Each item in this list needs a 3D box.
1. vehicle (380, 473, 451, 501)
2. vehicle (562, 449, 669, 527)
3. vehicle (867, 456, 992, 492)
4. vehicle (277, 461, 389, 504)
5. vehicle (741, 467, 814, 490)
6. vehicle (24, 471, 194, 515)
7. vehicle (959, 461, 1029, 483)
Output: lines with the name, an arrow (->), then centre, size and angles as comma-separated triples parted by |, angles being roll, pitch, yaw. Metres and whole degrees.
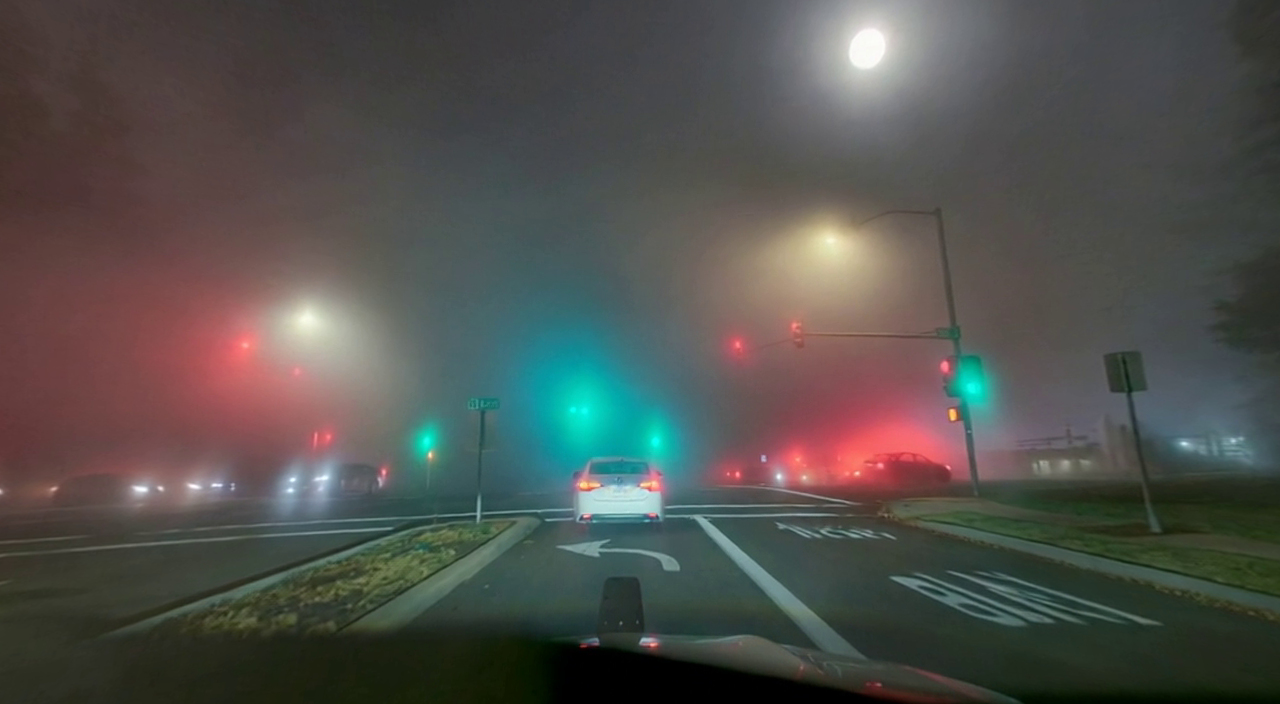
vehicle -> -14.435, 8.676, 40.778 | 1.843, 1.475, 4.047 | -5, -10, 30
vehicle -> -0.624, 3.021, 14.646 | 2.112, 1.479, 4.264 | 1, -9, -4
vehicle -> 12.952, 5.414, 28.341 | 4.838, 1.449, 2.077 | 2, -9, -15
vehicle -> -14.155, 5.966, 29.208 | 4.355, 1.789, 2.175 | -3, -9, 21
vehicle -> 9.004, 8.279, 41.553 | 4.254, 1.359, 1.895 | 2, -9, -16
vehicle -> -20.080, 5.342, 24.126 | 4.548, 1.449, 1.802 | 2, -9, -14
vehicle -> 25.938, 8.756, 46.294 | 4.358, 1.471, 1.875 | 2, -9, -16
